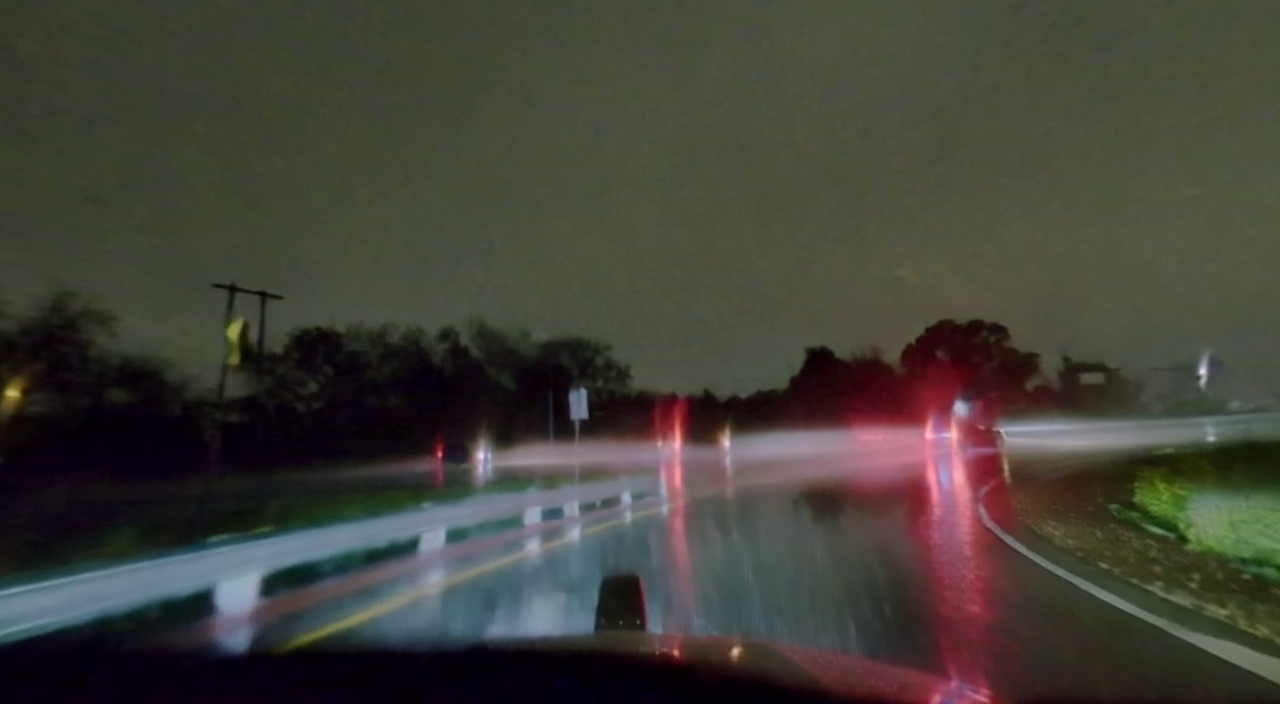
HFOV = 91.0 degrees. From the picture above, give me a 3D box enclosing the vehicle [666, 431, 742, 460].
[{"bbox_3d":[3.802,5.586,37.614,3.990,1.549,1.971,2,-12,-20],"label":"vehicle"}]
